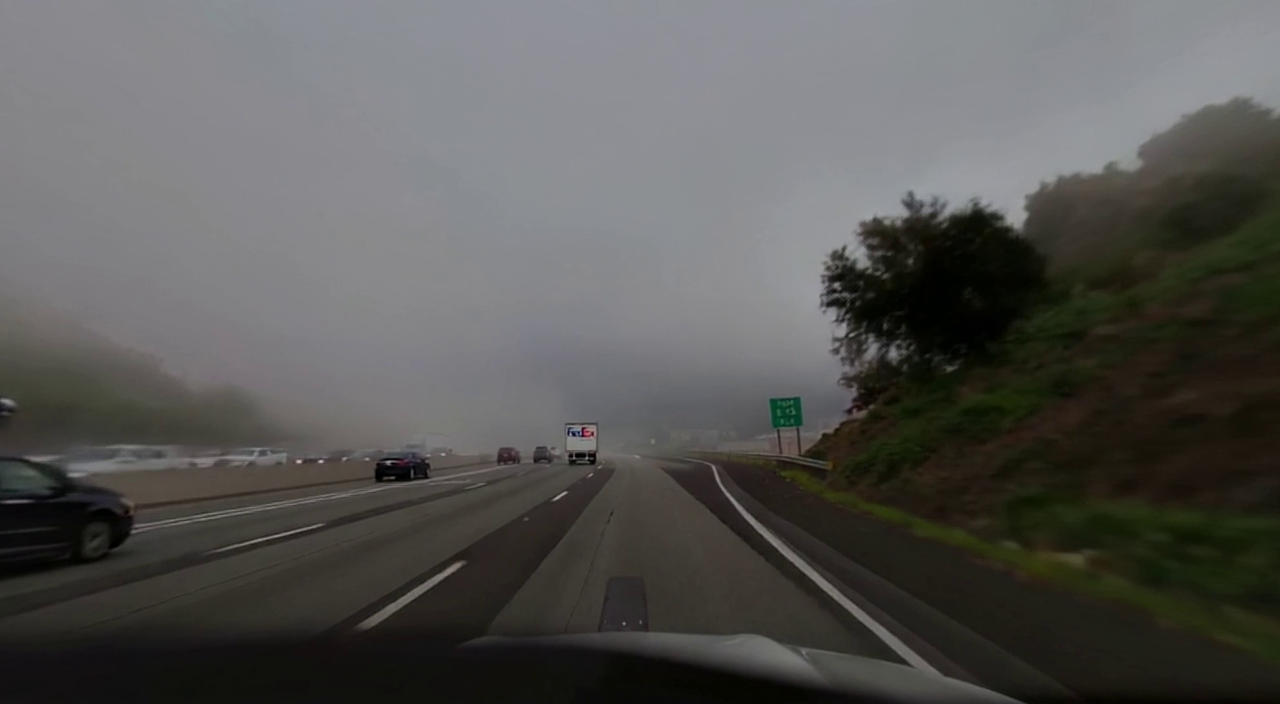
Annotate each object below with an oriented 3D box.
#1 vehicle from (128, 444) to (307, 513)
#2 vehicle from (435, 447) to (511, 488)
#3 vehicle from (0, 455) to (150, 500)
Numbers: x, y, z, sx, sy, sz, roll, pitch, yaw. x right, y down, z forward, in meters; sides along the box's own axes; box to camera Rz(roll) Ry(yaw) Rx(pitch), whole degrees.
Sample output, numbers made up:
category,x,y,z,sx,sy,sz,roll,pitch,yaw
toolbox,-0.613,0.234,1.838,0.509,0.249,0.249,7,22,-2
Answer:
category,x,y,z,sx,sy,sz,roll,pitch,yaw
vehicle,-11.645,3.449,17.857,1.931,1.692,4.443,0,-8,1
vehicle,-7.789,5.423,29.929,2.294,1.710,4.436,1,-8,1
vehicle,-21.443,4.710,24.141,1.845,1.464,4.386,0,-8,0
